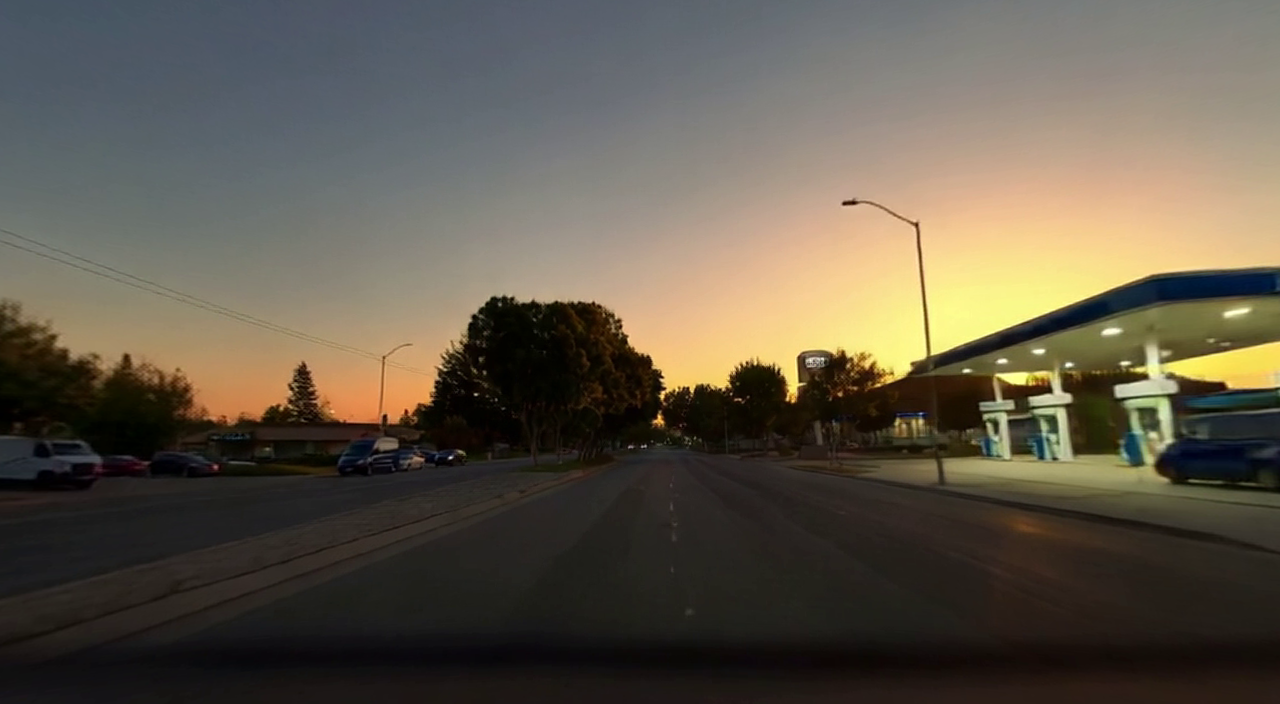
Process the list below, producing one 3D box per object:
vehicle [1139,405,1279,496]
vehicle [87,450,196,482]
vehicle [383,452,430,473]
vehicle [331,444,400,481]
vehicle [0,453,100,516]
[{"bbox_3d":[14.453,2.249,14.500,2.108,1.877,4.807,-1,-9,2],"label":"vehicle"},{"bbox_3d":[-27.780,6.341,35.323,4.336,1.654,2.062,0,-9,1],"label":"vehicle"},{"bbox_3d":[-18.128,8.598,49.332,1.829,1.462,4.463,-1,-9,2],"label":"vehicle"},{"bbox_3d":[-18.541,7.431,42.959,2.216,2.161,5.522,-3,-8,1],"label":"vehicle"},{"bbox_3d":[-19.548,3.986,19.149,1.988,1.785,4.802,-1,-9,2],"label":"vehicle"}]
